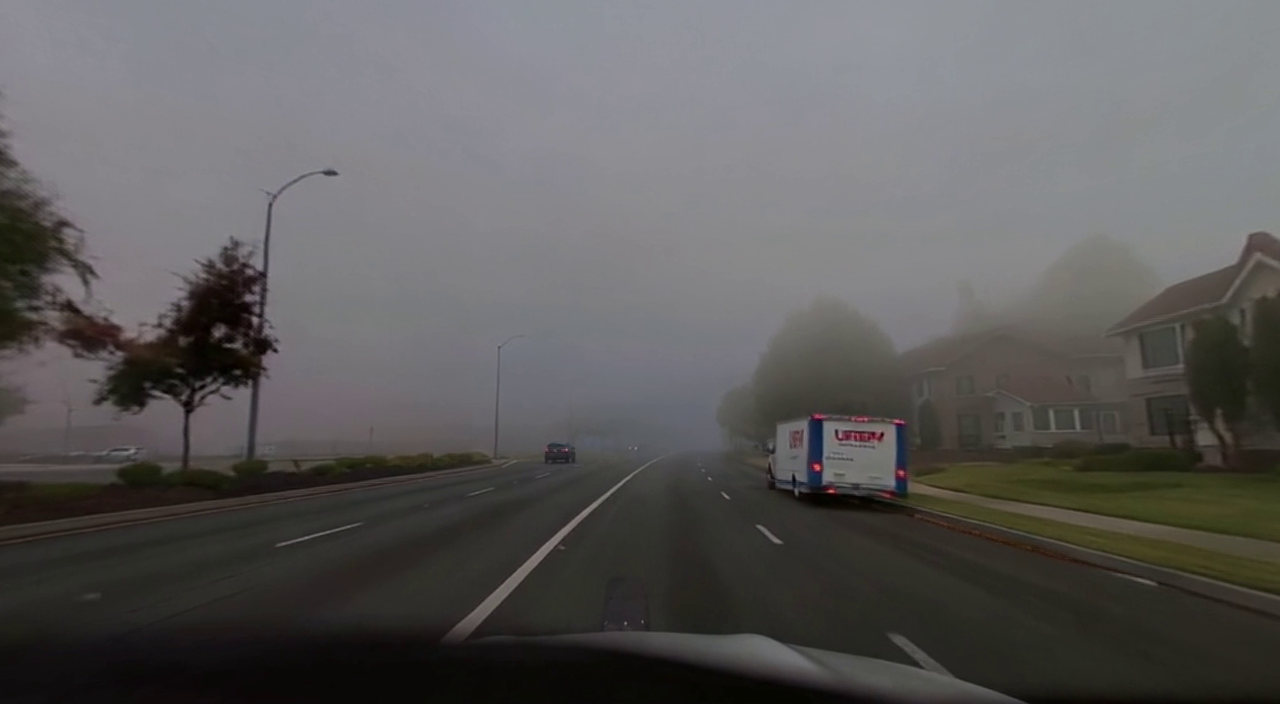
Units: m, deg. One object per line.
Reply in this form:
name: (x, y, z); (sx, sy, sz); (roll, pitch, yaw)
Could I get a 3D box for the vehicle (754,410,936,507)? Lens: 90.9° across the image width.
vehicle: (4.888, 2.711, 16.583); (2.695, 2.013, 6.661); (0, -8, 1)

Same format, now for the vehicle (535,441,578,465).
vehicle: (-5.307, 6.483, 40.689); (2.060, 1.473, 4.645); (0, -8, 2)
